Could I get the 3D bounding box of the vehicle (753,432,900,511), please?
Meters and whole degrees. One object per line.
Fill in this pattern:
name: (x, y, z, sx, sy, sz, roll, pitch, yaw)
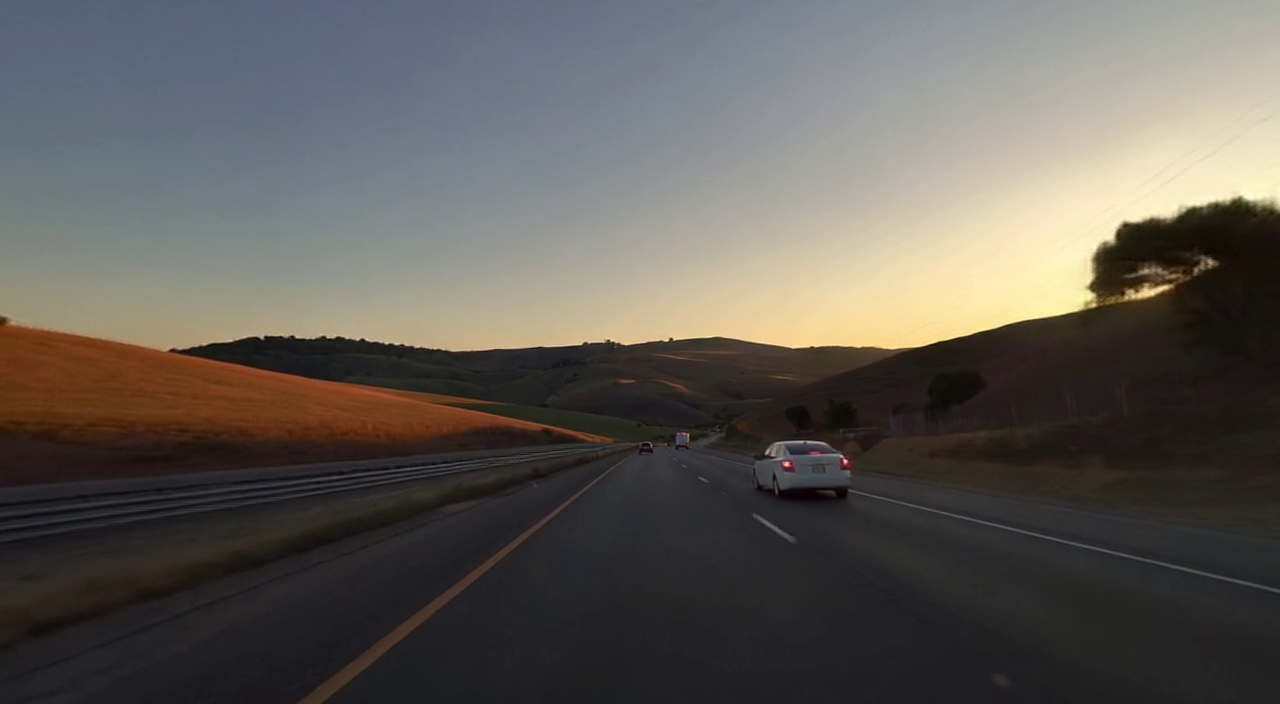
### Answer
vehicle: (4.036, 2.658, 14.593, 1.960, 1.516, 4.657, 0, -8, 0)
